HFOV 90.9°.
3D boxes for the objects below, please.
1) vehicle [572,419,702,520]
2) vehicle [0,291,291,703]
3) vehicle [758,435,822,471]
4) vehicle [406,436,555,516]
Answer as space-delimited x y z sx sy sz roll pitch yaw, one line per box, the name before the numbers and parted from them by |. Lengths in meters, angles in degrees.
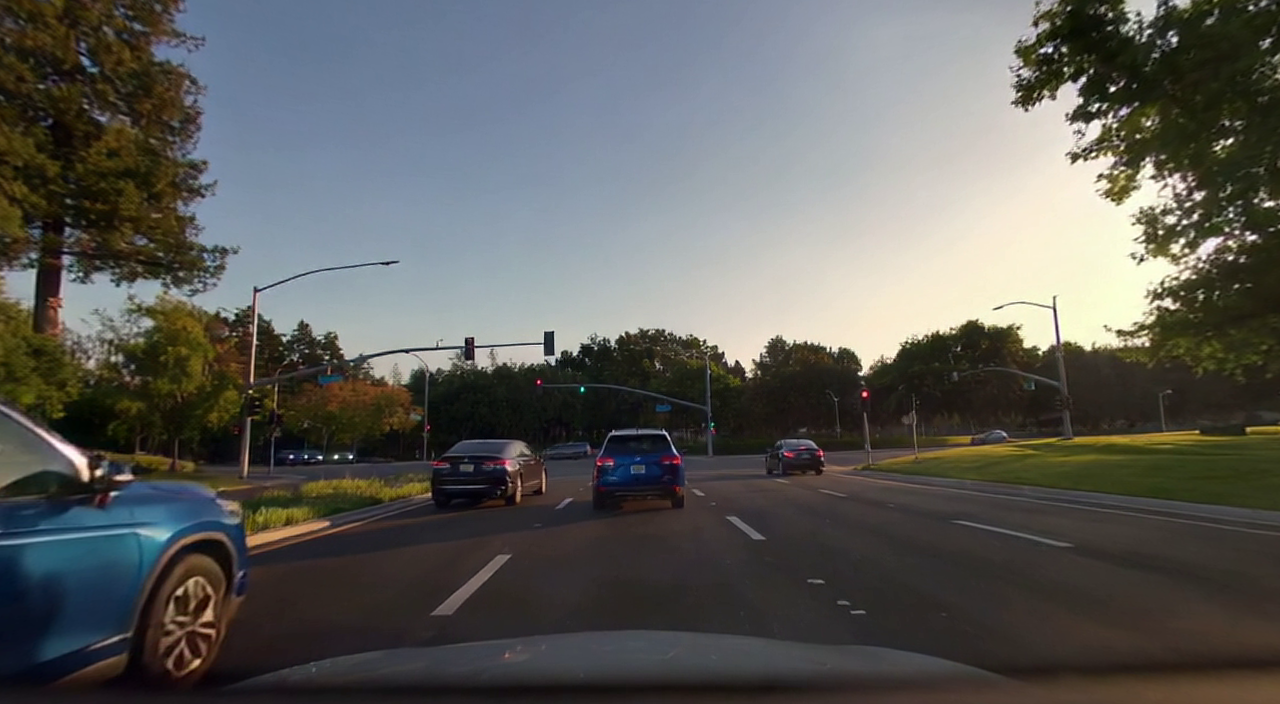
vehicle | -0.039 2.389 13.319 2.298 1.770 4.138 0 -8 0
vehicle | -3.557 0.610 1.642 2.320 1.863 5.148 0 -8 0
vehicle | 7.992 5.406 34.010 2.166 1.761 4.692 0 -8 -2
vehicle | -3.387 2.739 14.619 2.061 1.504 5.142 0 -8 0
